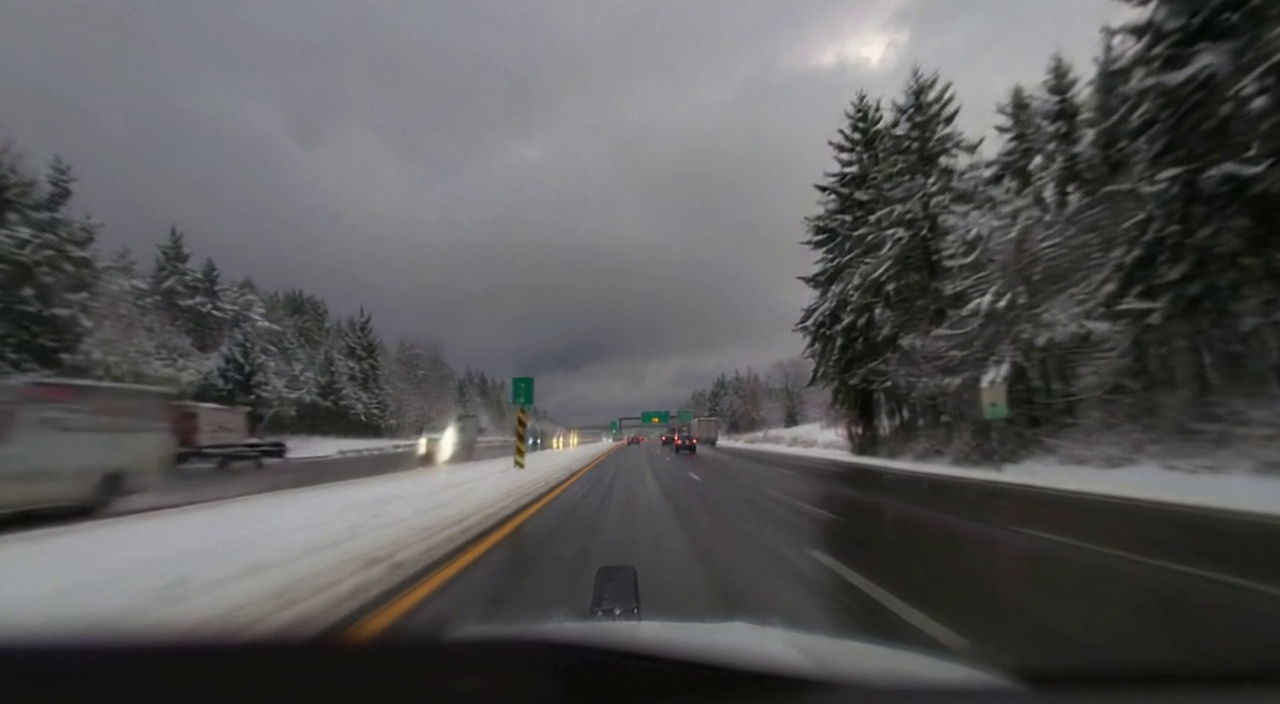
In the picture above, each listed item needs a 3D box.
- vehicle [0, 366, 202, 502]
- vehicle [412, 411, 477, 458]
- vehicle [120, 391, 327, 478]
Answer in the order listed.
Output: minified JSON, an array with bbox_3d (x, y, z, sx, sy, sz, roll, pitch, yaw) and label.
[{"bbox_3d":[-12.740,1.706,13.033,2.205,2.451,7.175,0,-8,0],"label":"vehicle"},{"bbox_3d":[-12.882,5.501,42.047,2.310,2.895,6.410,0,-8,0],"label":"vehicle"},{"bbox_3d":[-17.271,3.593,27.329,2.699,3.101,9.300,0,-8,-1],"label":"vehicle"}]
